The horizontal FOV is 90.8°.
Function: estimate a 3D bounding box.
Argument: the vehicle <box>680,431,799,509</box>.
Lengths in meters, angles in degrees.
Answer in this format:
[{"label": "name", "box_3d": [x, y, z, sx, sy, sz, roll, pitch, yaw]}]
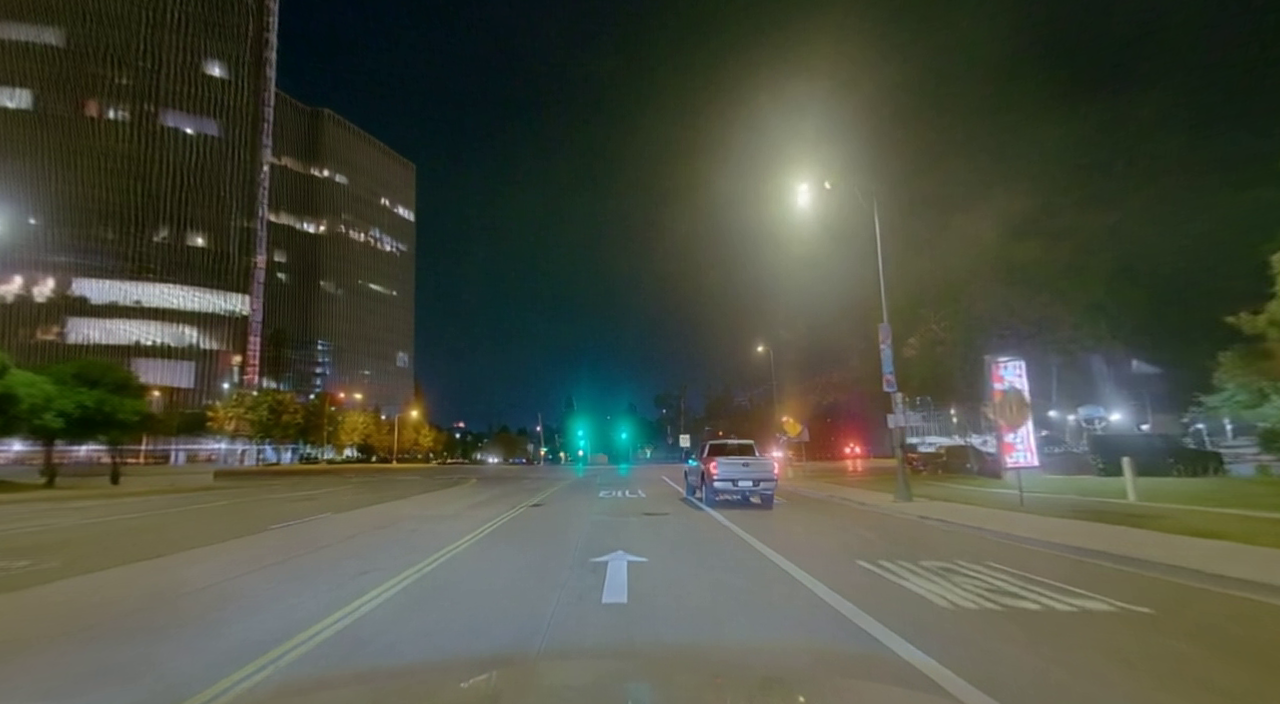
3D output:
[{"label": "vehicle", "box_3d": [2.677, 3.369, 18.709, 2.402, 1.922, 5.677, 0, -8, -2]}]

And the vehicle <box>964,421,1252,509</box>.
[{"label": "vehicle", "box_3d": [15.367, 3.772, 21.188, 7.551, 2.142, 2.896, 5, -10, -2]}]

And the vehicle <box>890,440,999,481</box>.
[{"label": "vehicle", "box_3d": [16.608, 5.937, 34.708, 4.765, 1.678, 2.228, -5, -3, 5]}]
